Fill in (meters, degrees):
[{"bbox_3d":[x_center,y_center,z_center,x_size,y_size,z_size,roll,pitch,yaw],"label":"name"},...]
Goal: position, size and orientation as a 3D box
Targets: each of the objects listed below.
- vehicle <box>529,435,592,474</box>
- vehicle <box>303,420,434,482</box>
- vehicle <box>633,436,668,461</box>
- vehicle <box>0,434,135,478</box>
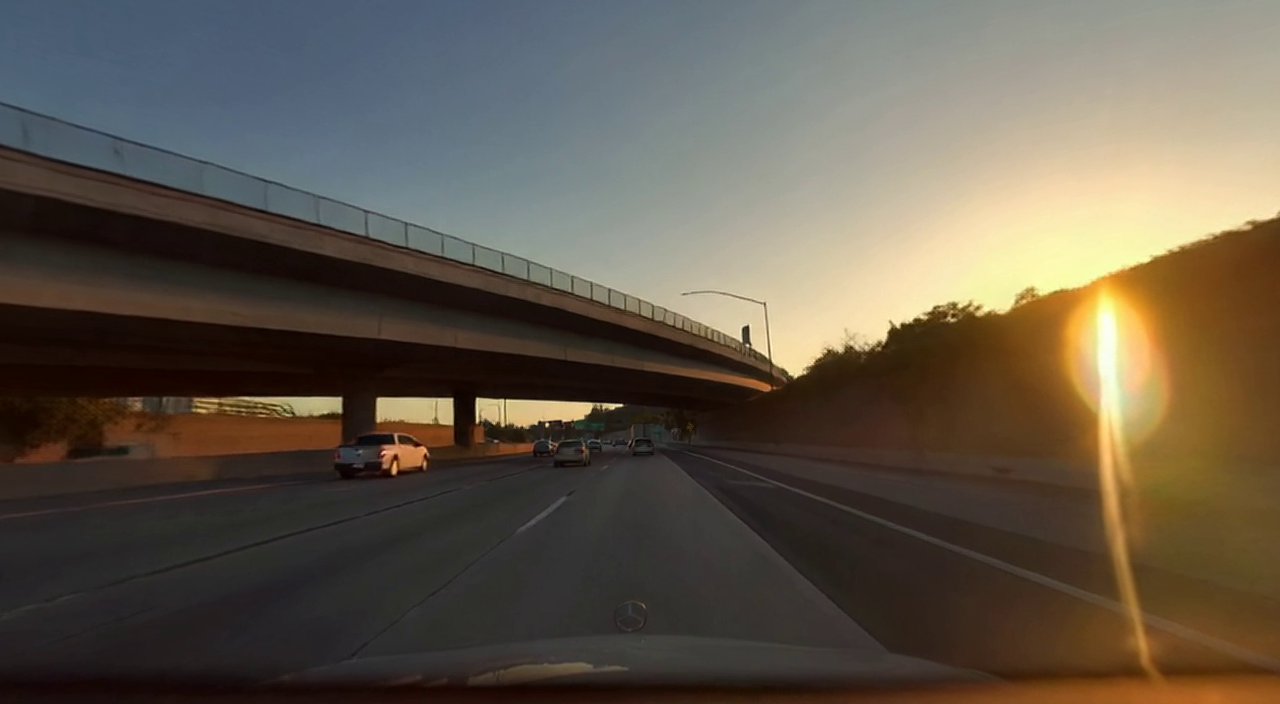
[{"bbox_3d":[-3.222,4.261,26.396,2.056,1.480,4.022,-1,-8,1],"label":"vehicle"},{"bbox_3d":[-9.967,3.713,23.866,2.339,2.018,5.790,-1,-8,1],"label":"vehicle"},{"bbox_3d":[0.584,6.088,39.920,2.073,1.480,4.343,0,-8,0],"label":"vehicle"},{"bbox_3d":[-19.089,3.466,21.206,1.425,1.349,3.238,-1,-8,1],"label":"vehicle"}]
